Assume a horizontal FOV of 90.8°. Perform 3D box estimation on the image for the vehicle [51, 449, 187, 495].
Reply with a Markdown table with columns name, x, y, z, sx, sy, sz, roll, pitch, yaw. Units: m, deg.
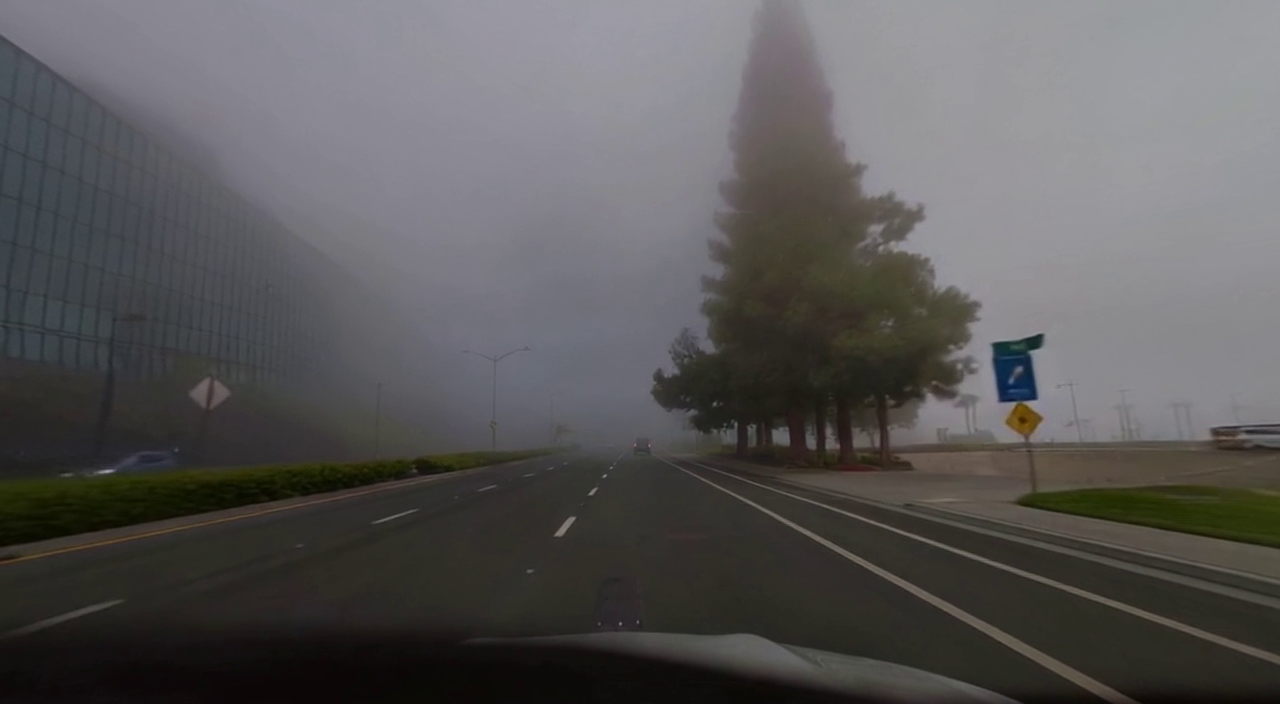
| name | x | y | z | sx | sy | sz | roll | pitch | yaw |
| --- | --- | --- | --- | --- | --- | --- | --- | --- | --- |
| vehicle | -20.754 | 4.759 | 25.466 | 1.835 | 1.606 | 4.289 | 0 | -8 | -1 |
